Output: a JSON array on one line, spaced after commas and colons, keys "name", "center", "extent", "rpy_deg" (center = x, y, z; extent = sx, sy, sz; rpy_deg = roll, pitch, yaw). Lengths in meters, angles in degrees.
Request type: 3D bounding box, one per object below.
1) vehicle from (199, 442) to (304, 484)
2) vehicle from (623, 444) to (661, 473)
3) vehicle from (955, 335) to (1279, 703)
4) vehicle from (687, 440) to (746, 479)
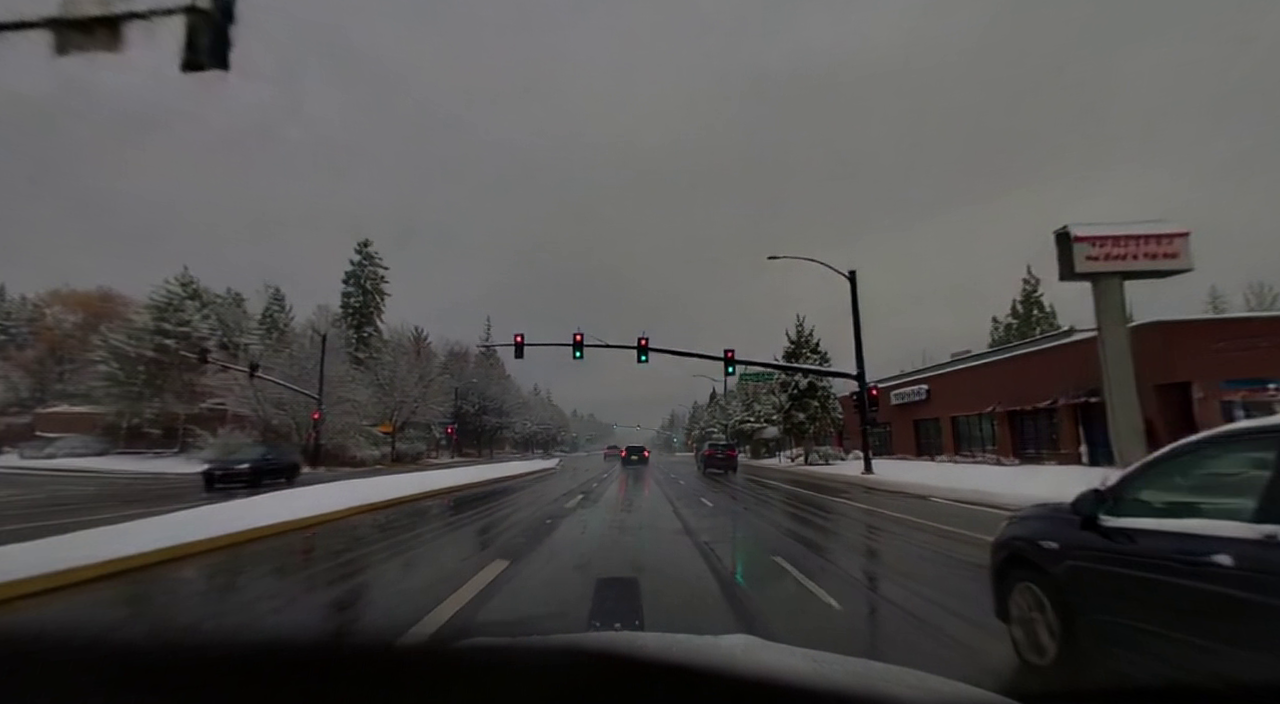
[{"name": "vehicle", "center": [-18.083, 5.174, 29.708], "extent": [2.069, 1.776, 4.543], "rpy_deg": [0, -9, -1]}, {"name": "vehicle", "center": [0.079, 6.042, 36.160], "extent": [2.023, 1.532, 3.891], "rpy_deg": [0, -9, -1]}, {"name": "vehicle", "center": [3.067, 0.763, 1.872], "extent": [1.969, 1.682, 4.387], "rpy_deg": [0, -9, 0]}, {"name": "vehicle", "center": [3.446, 4.935, 29.233], "extent": [2.085, 1.668, 4.077], "rpy_deg": [0, -9, -2]}]
